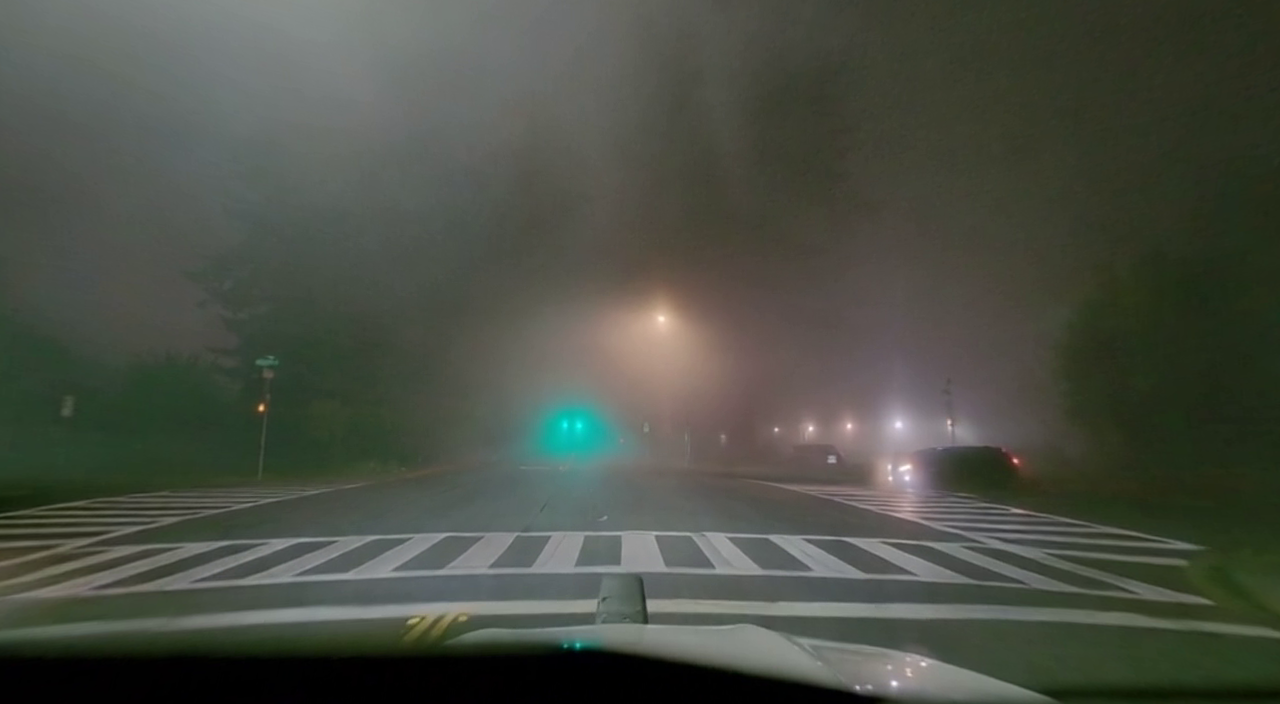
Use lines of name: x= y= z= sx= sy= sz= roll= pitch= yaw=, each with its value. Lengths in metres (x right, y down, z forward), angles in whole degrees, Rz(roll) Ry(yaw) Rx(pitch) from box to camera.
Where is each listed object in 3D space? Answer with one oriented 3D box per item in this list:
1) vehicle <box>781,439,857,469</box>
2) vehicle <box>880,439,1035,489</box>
vehicle: x=8.603 y=4.871 z=30.192 sx=3.191 sy=1.365 sz=1.458 roll=-5 pitch=-9 yaw=33
vehicle: x=11.086 y=3.920 z=22.190 sx=4.448 sy=1.637 sz=1.881 roll=0 pitch=-8 yaw=3
